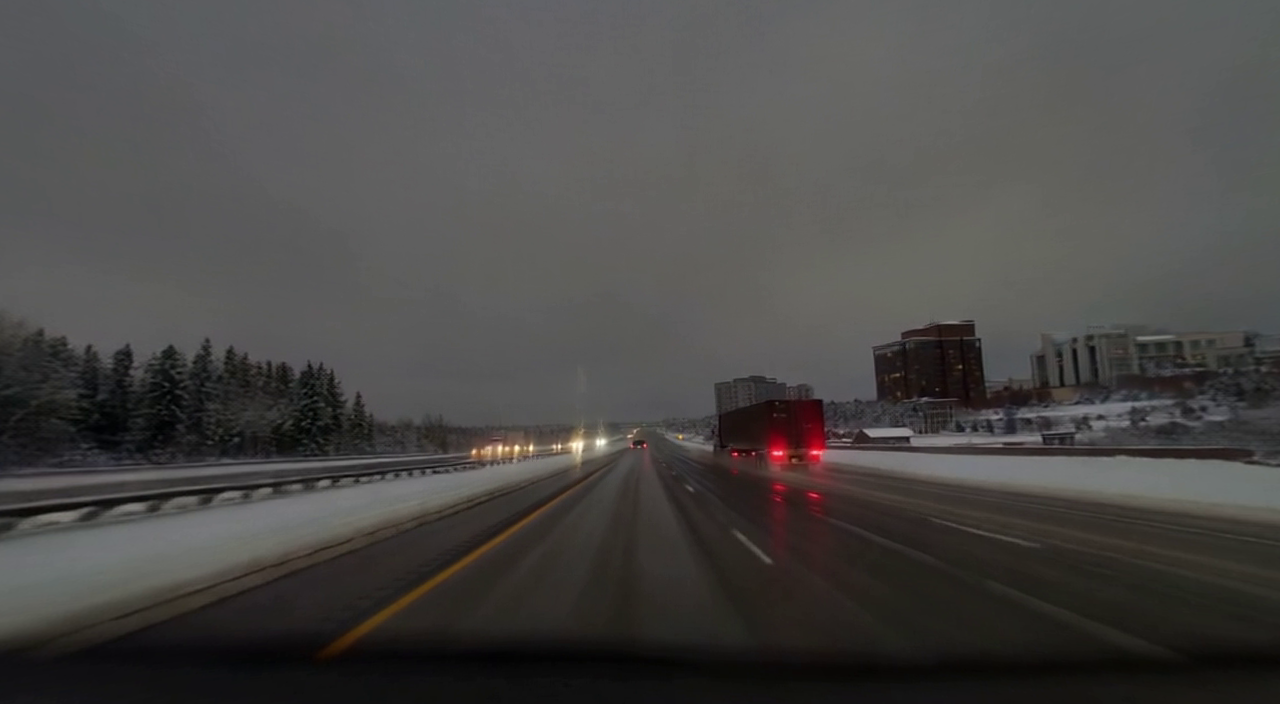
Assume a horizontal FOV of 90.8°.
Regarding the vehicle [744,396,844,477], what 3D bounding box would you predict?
[{"bbox_3d":[6.831,3.962,29.390,2.793,3.204,7.997,0,-8,1],"label":"vehicle"}]
